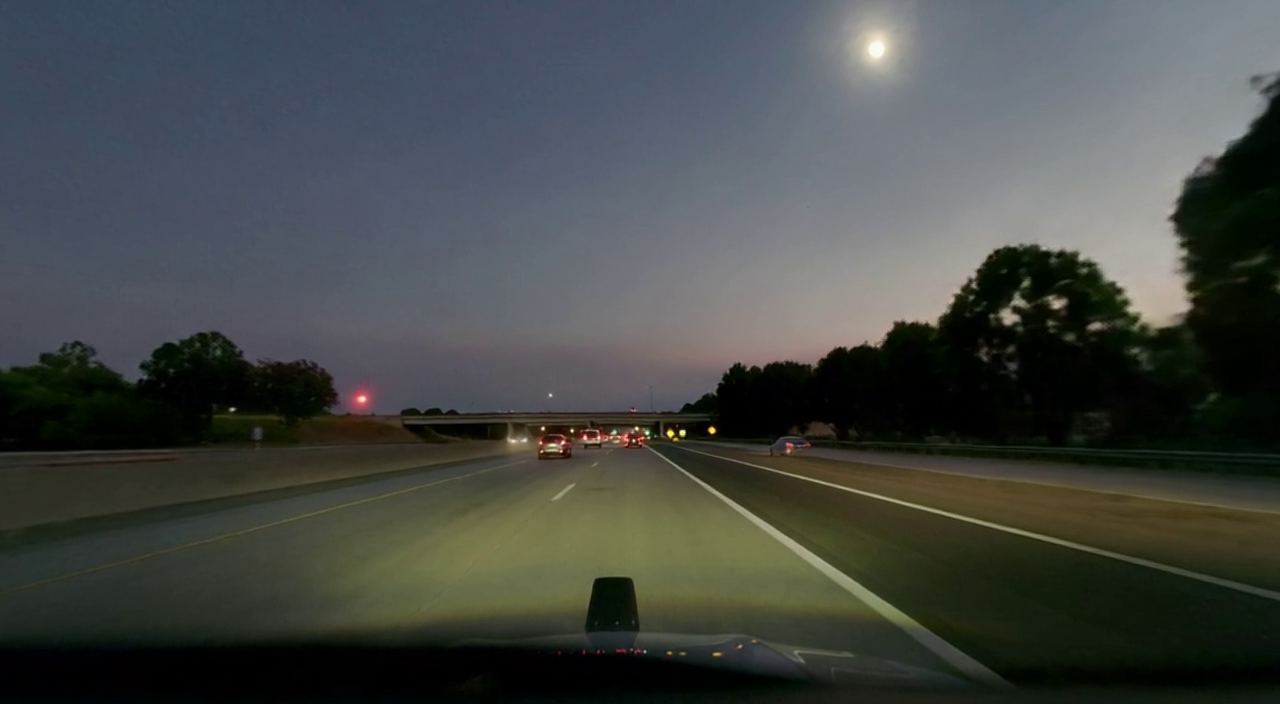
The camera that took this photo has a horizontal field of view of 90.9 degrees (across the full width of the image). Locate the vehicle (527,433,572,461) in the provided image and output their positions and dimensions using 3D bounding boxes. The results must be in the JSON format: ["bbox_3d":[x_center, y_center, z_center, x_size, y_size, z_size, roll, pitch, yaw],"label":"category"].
[{"bbox_3d":[-4.900,5.190,34.589,1.933,1.473,4.023,0,-8,0],"label":"vehicle"}]
